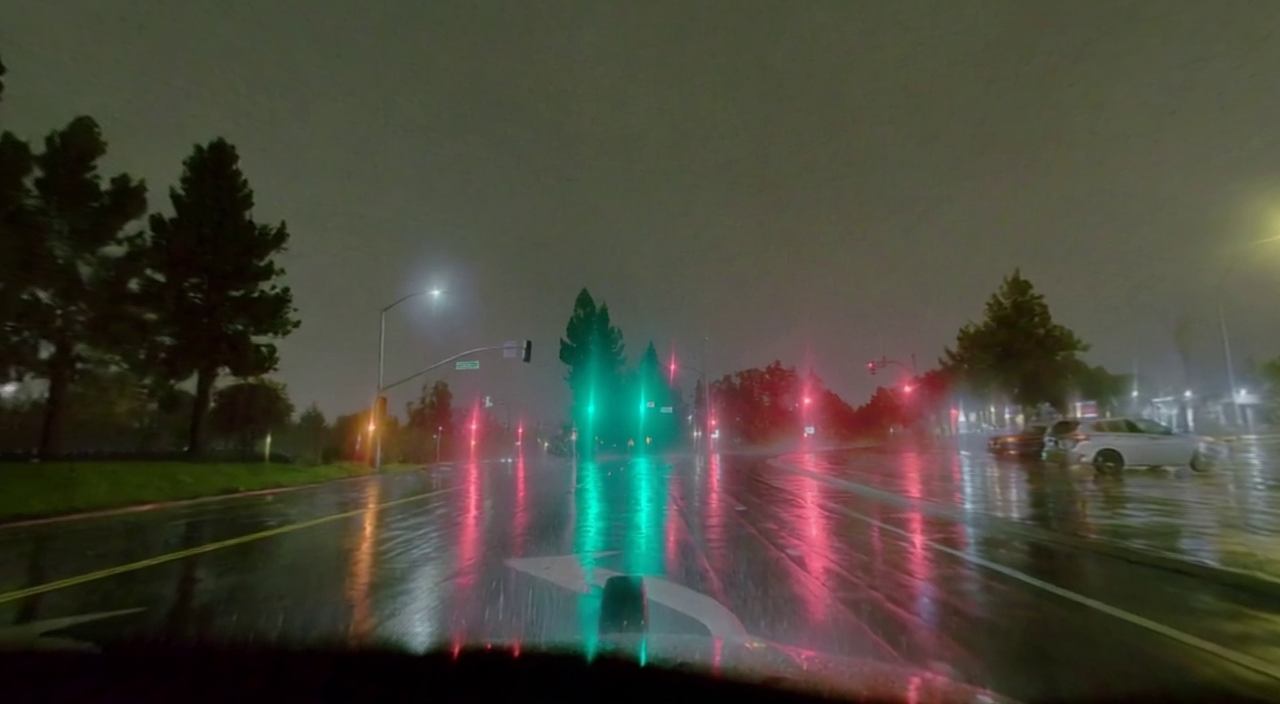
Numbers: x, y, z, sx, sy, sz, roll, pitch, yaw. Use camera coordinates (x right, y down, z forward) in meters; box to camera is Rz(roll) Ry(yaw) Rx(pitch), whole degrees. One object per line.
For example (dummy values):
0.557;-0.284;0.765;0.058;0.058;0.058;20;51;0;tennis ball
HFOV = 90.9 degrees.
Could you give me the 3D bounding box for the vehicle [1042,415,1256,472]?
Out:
13.766;2.506;17.249;4.167;1.476;1.871;0;-8;0;vehicle
